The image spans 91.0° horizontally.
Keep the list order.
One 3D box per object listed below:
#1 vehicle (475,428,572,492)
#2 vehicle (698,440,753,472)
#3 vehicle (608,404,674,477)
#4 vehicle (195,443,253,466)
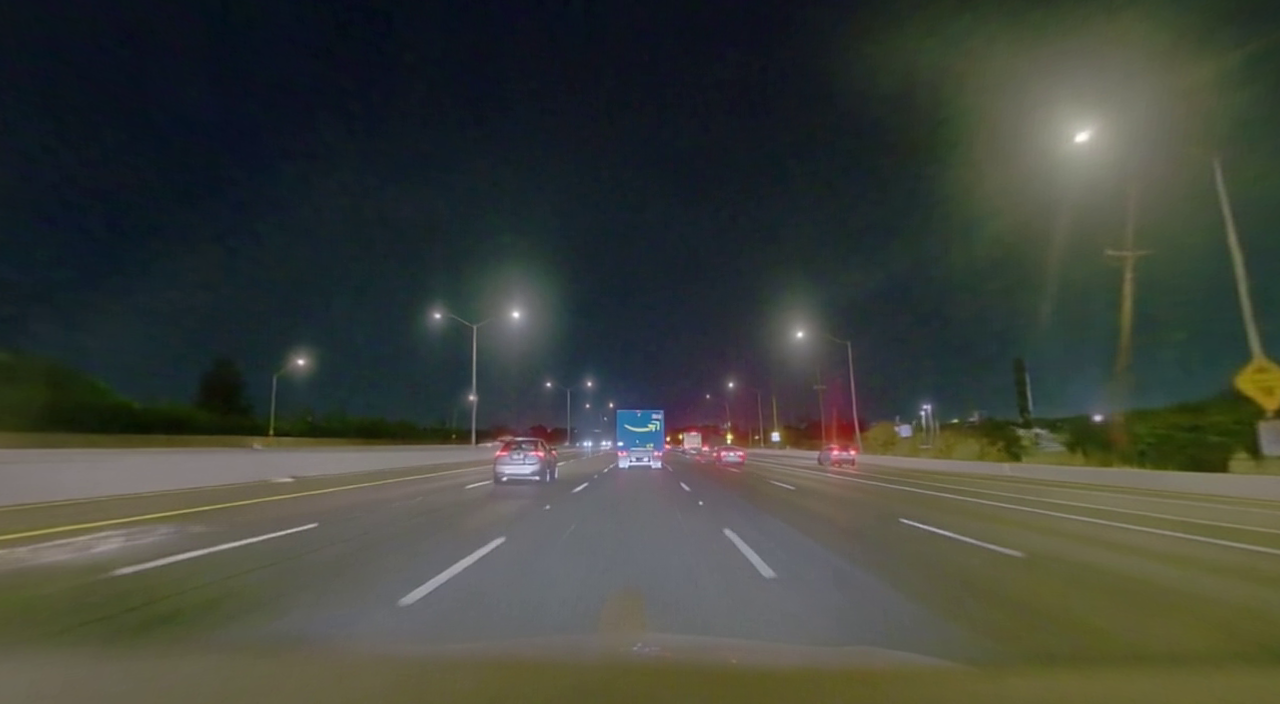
[{"bbox_3d":[-3.384,3.244,19.201,2.095,1.688,4.188,0,-9,1],"label":"vehicle"},{"bbox_3d":[4.228,5.241,31.885,1.970,1.499,4.491,1,-9,-2],"label":"vehicle"},{"bbox_3d":[0.036,3.768,26.663,2.456,2.705,6.251,0,-9,0],"label":"vehicle"},{"bbox_3d":[-29.229,7.179,44.340,1.592,1.450,3.673,-2,-7,0],"label":"vehicle"}]
